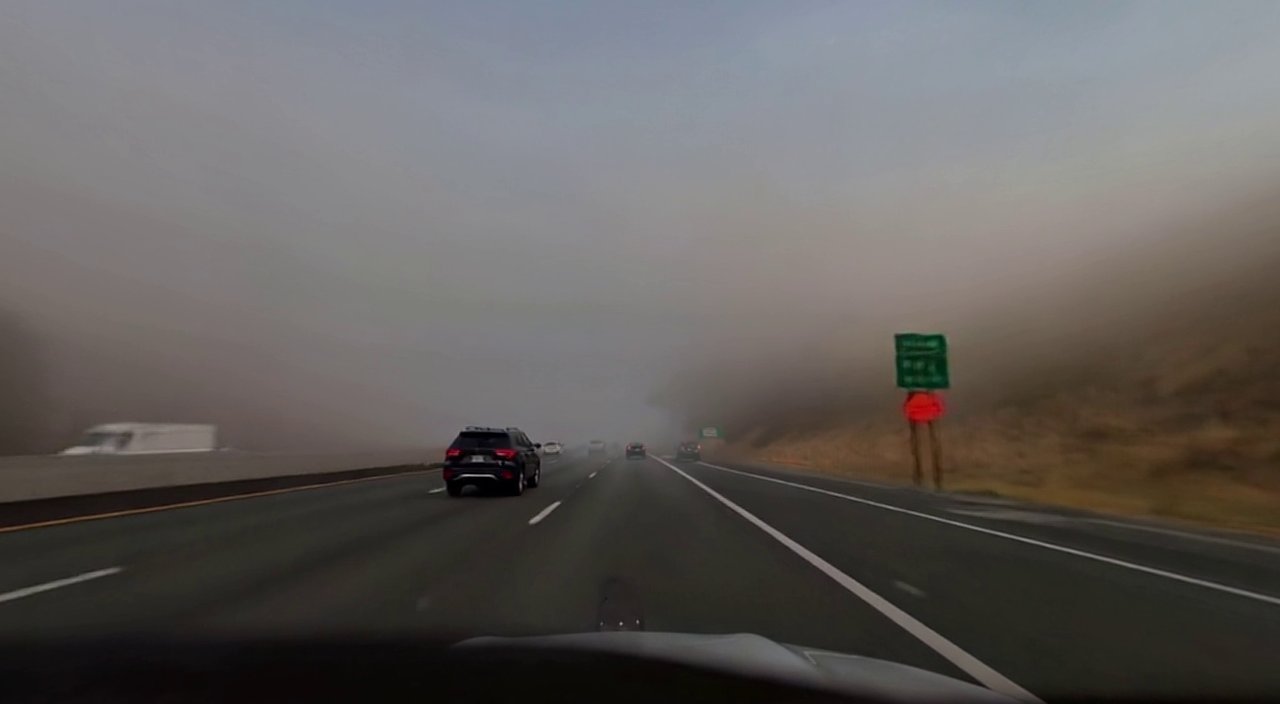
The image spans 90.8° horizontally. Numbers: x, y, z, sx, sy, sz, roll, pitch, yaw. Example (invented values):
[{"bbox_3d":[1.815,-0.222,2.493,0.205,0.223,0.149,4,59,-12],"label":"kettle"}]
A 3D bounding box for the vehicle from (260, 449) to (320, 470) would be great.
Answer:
[{"bbox_3d":[-25.586,7.886,46.370,1.905,1.441,4.388,0,-9,0],"label":"vehicle"}]

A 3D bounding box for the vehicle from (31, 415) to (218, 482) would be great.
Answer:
[{"bbox_3d":[-29.407,5.598,36.895,2.891,3.388,9.456,0,-9,0],"label":"vehicle"}]

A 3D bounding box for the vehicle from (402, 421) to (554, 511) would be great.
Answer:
[{"bbox_3d":[-3.388,2.510,14.370,2.166,1.700,4.661,0,-9,1],"label":"vehicle"}]
